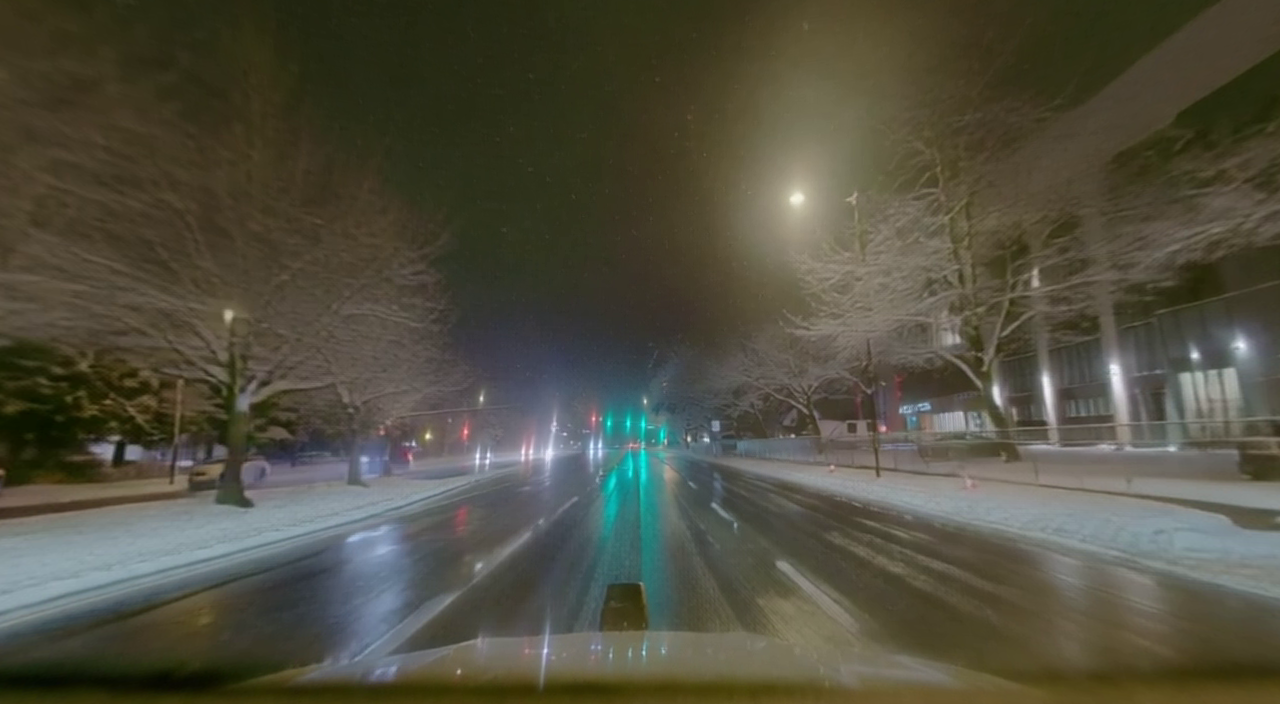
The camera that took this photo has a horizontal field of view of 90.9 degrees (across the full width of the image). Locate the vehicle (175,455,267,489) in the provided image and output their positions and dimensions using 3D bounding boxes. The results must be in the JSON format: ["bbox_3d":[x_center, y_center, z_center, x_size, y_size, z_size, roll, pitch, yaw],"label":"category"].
[{"bbox_3d":[-23.432,6.686,35.482,1.957,1.672,4.743,0,-8,-1],"label":"vehicle"}]

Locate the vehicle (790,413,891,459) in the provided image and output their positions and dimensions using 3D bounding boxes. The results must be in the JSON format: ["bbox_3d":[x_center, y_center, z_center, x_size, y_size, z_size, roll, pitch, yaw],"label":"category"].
[{"bbox_3d":[15.702,6.651,49.797,6.641,3.391,3.387,-1,-9,-5],"label":"vehicle"}]

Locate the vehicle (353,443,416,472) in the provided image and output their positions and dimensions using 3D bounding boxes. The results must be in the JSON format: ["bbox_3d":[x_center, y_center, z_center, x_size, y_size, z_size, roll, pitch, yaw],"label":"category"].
[{"bbox_3d":[-15.757,6.509,39.171,2.015,1.607,5.241,0,-8,-4],"label":"vehicle"}]

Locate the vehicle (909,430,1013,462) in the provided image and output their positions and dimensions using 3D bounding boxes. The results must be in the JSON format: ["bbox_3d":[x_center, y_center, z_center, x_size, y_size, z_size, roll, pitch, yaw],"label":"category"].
[{"bbox_3d":[17.086,5.024,33.749,4.450,1.643,1.996,0,-8,-1],"label":"vehicle"}]
